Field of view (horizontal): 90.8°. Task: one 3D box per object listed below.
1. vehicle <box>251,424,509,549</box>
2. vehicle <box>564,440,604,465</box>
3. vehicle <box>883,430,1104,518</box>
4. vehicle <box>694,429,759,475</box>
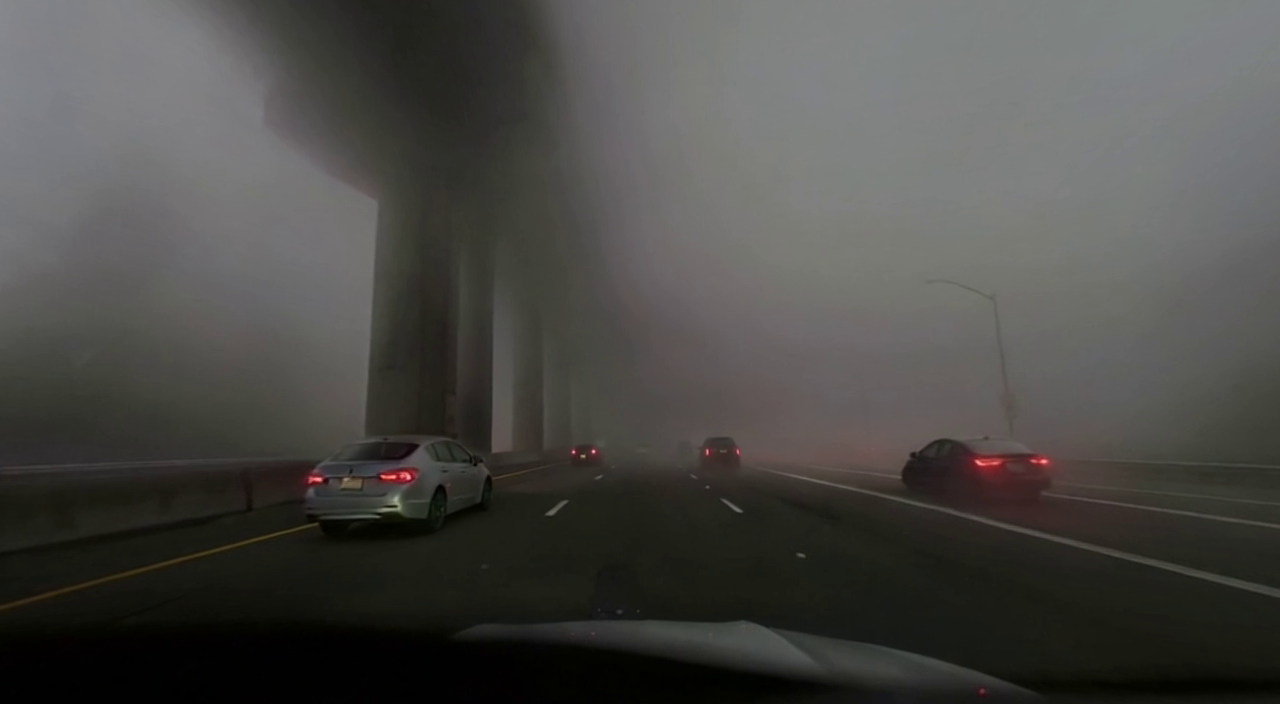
[{"bbox_3d":[-3.614,1.965,9.960,1.997,1.476,4.703,0,-8,1],"label":"vehicle"},{"bbox_3d":[-3.529,6.456,40.633,2.047,1.464,4.387,0,-8,1],"label":"vehicle"},{"bbox_3d":[6.812,2.389,12.866,1.989,1.472,4.322,0,-8,0],"label":"vehicle"},{"bbox_3d":[3.536,4.195,26.615,2.072,1.761,4.242,0,-8,0],"label":"vehicle"}]
